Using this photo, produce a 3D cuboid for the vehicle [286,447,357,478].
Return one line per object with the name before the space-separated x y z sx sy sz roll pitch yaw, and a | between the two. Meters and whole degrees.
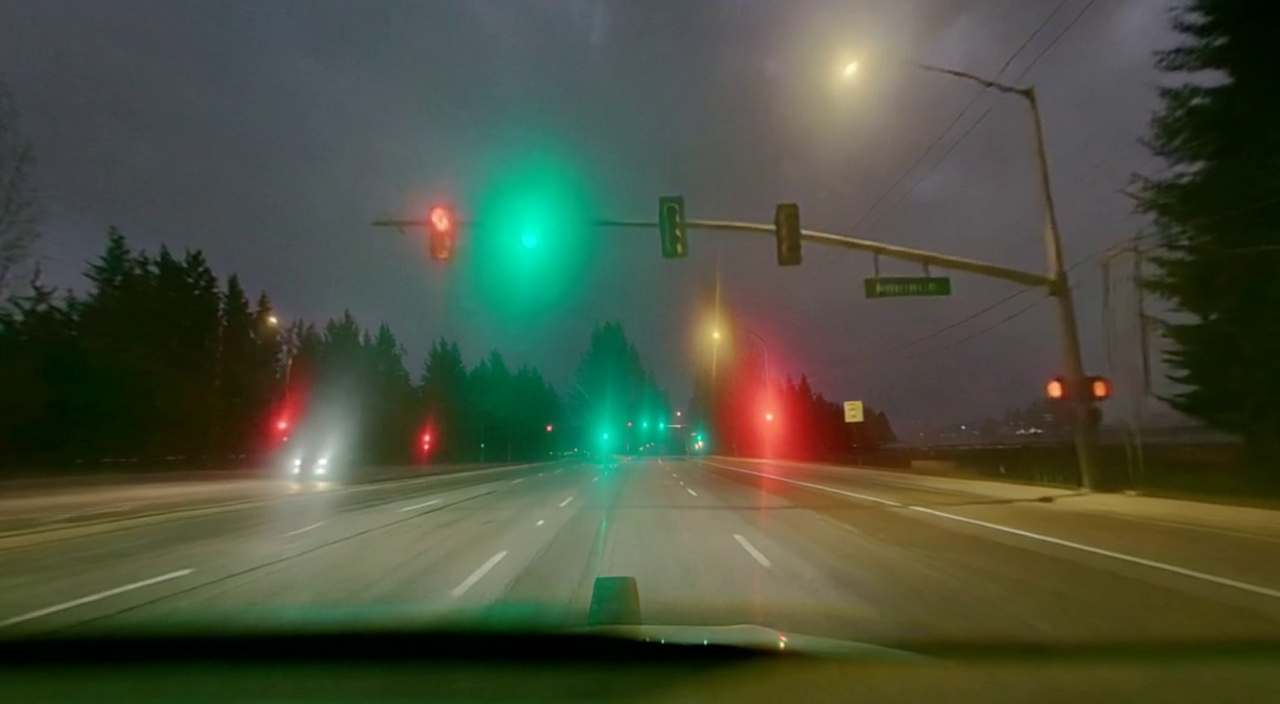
vehicle | -18.888 6.527 37.722 1.976 1.704 4.316 0 -8 0
